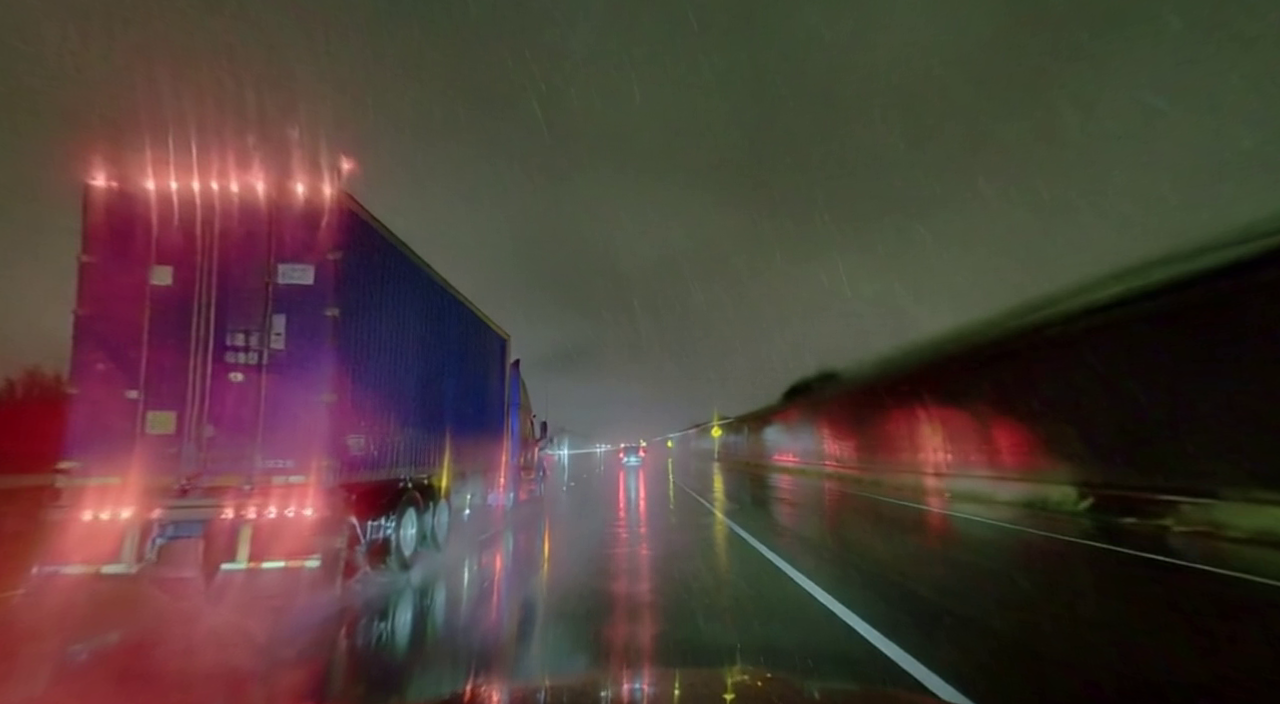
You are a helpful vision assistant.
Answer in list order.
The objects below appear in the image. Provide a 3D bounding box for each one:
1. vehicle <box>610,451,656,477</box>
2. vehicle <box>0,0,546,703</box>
[{"bbox_3d":[-0.370,6.318,35.698,2.398,1.336,5.698,0,-9,0],"label":"vehicle"},{"bbox_3d":[-3.966,0.947,10.219,2.914,4.039,14.493,0,-9,-1],"label":"vehicle"}]
